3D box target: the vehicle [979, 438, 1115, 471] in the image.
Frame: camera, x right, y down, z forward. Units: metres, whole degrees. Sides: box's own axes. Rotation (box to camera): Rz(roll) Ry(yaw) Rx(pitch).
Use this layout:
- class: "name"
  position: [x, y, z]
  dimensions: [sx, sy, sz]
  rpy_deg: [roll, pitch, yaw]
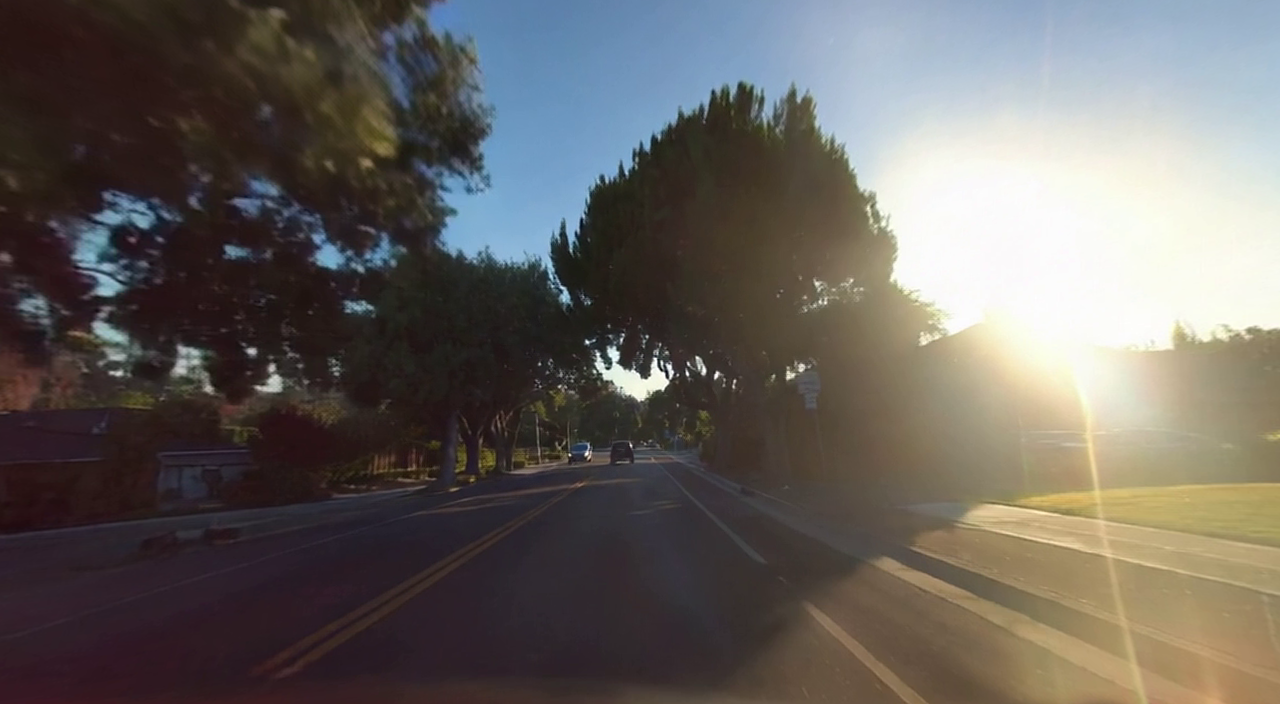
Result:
- class: "vehicle"
  position: [14.472, 3.690, 22.836]
  dimensions: [1.987, 1.039, 4.499]
  rpy_deg: [0, -9, 0]

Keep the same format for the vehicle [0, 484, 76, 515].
- class: "vehicle"
  position: [-30.996, 7.418, 31.857]
  dimensions: [3.502, 1.310, 1.729]
  rpy_deg: [0, -8, 5]

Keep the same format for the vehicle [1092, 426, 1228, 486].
- class: "vehicle"
  position: [17.843, 3.572, 21.903]
  dimensions: [1.999, 1.901, 3.073]
  rpy_deg: [0, -9, 0]

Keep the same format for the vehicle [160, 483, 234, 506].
- class: "vehicle"
  position: [-29.470, 9.471, 42.072]
  dimensions: [3.675, 1.432, 1.636]
  rpy_deg: [0, -9, 3]
